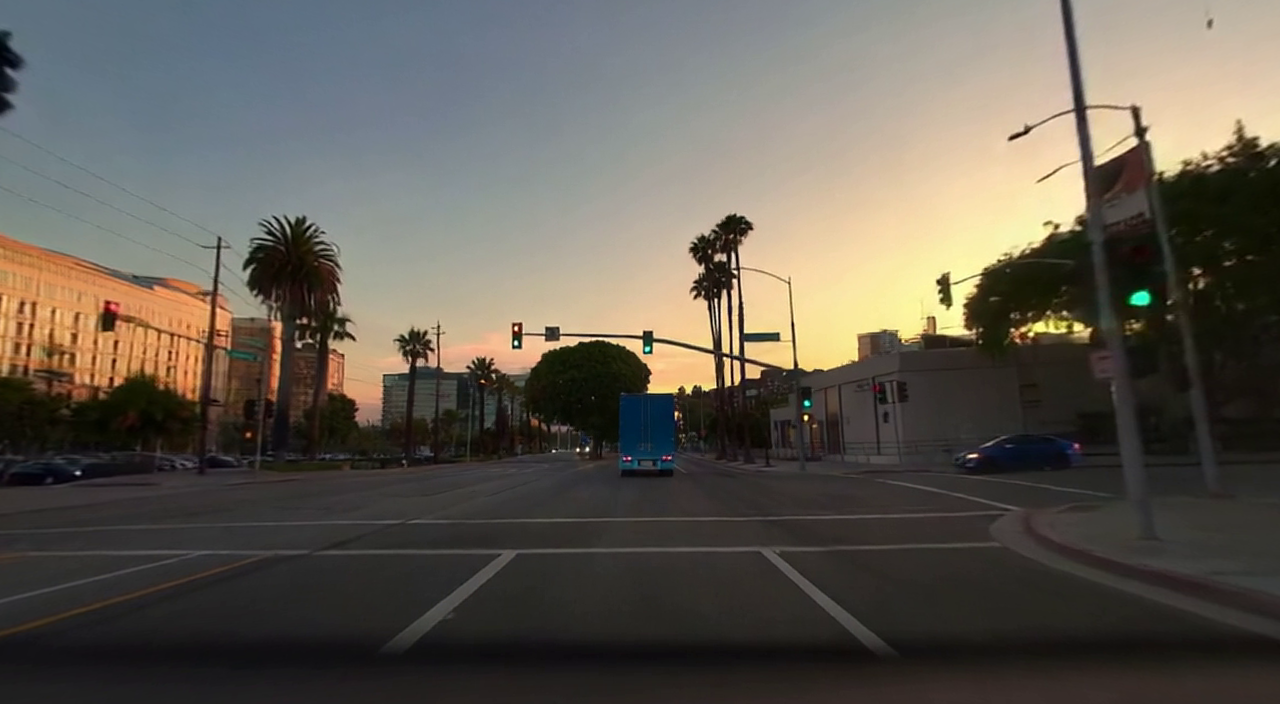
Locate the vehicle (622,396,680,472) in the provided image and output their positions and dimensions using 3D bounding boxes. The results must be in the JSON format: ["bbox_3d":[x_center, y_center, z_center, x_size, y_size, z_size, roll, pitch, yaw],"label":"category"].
[{"bbox_3d":[0.393,5.184,38.778,2.992,3.949,11.815,0,-9,-2],"label":"vehicle"}]

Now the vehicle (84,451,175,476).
[{"bbox_3d":[-36.863,8.051,45.393,4.812,1.727,2.027,0,-9,1],"label":"vehicle"}]

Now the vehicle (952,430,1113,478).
[{"bbox_3d":[13.664,3.576,22.087,4.270,1.520,1.931,-1,-9,2],"label":"vehicle"}]
